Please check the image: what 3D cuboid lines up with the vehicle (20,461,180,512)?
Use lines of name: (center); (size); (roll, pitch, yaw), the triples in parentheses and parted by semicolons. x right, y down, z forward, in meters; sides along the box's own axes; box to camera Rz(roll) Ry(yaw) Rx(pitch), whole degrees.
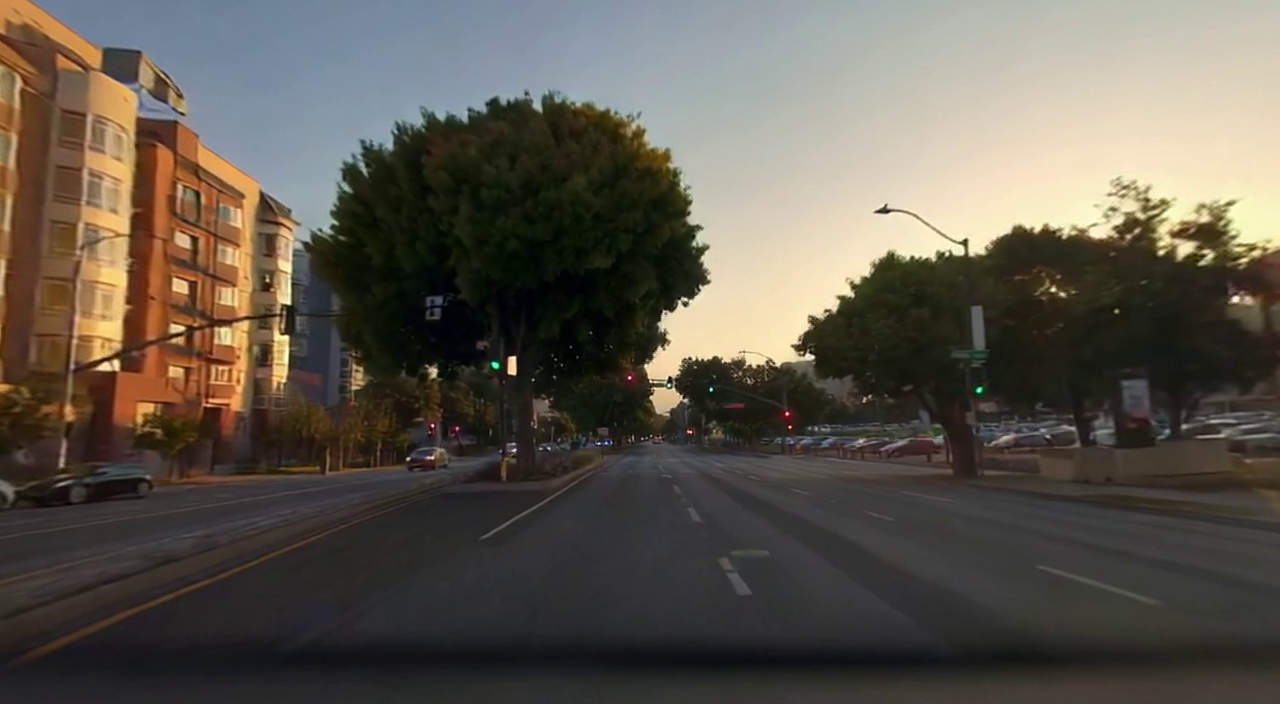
vehicle: (-19.648, 4.863, 23.325); (1.911, 1.458, 4.547); (-1, -7, 0)
